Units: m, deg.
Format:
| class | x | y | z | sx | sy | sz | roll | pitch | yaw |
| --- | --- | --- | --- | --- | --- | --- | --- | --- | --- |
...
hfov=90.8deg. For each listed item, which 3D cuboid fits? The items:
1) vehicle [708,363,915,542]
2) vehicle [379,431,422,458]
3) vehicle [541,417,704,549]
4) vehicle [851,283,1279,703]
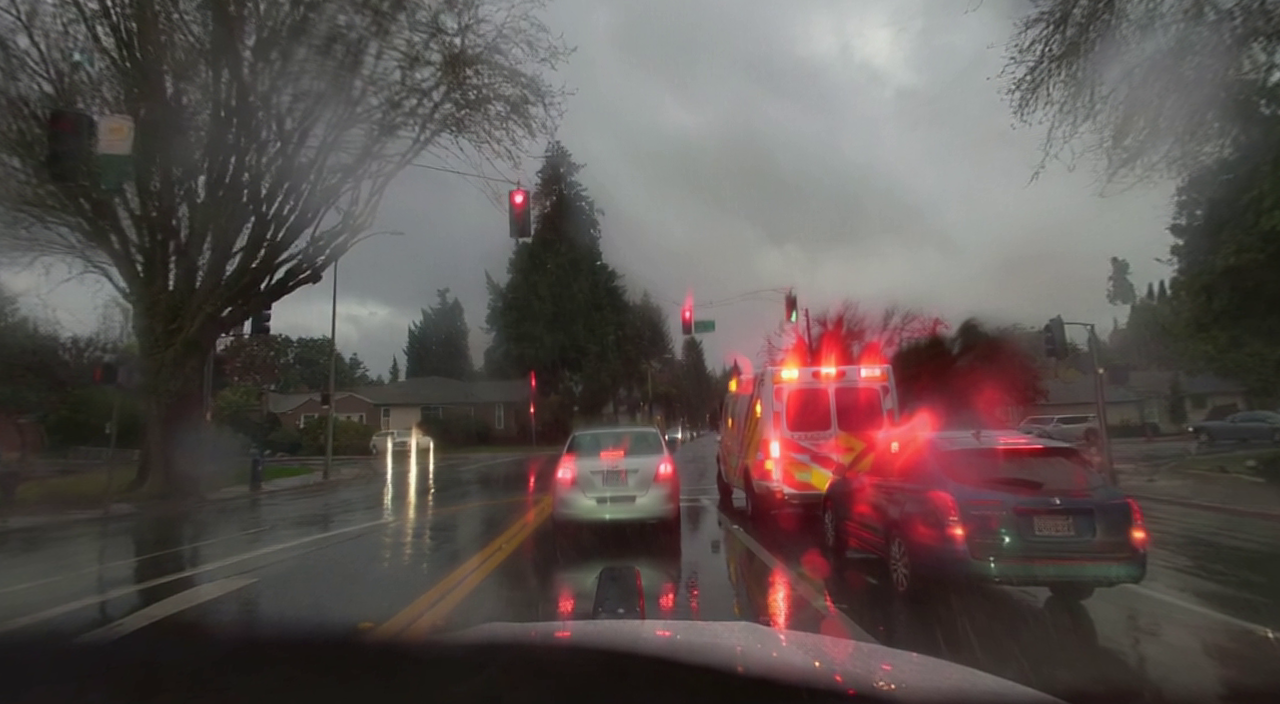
| class | x | y | z | sx | sy | sz | roll | pitch | yaw |
| --- | --- | --- | --- | --- | --- | --- | --- | --- | --- |
| vehicle | 2.881 | 1.904 | 12.366 | 2.406 | 2.687 | 5.521 | 0 | -8 | 0 |
| vehicle | -17.718 | 6.882 | 46.861 | 2.246 | 1.880 | 4.454 | 1 | -8 | -12 |
| vehicle | -0.261 | 1.986 | 10.187 | 2.114 | 1.707 | 3.725 | 0 | -8 | -1 |
| vehicle | 2.857 | 0.893 | 2.862 | 2.194 | 1.820 | 4.652 | 0 | -8 | 0 |
